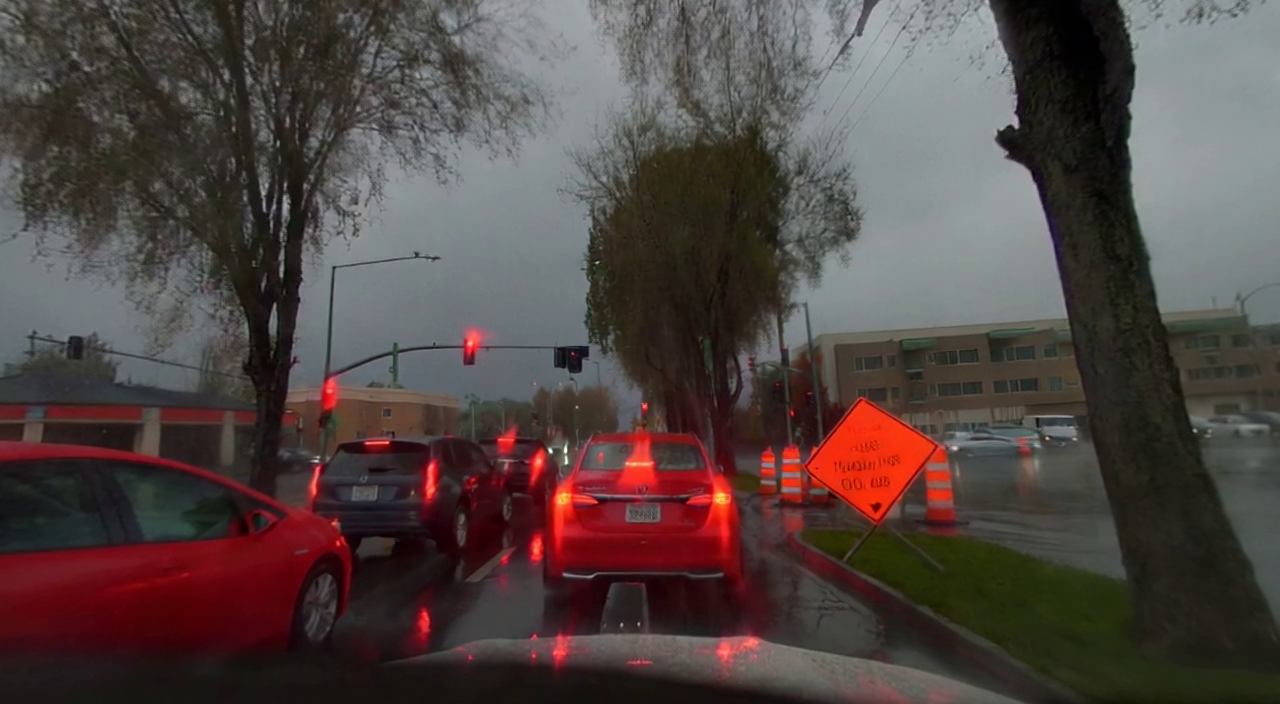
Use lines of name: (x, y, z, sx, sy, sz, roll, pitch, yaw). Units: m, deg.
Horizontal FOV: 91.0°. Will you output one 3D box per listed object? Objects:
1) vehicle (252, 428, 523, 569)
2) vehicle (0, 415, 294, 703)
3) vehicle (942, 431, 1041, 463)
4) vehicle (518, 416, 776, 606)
vehicle: (-3.279, 1.997, 9.445, 1.989, 1.541, 4.626, 0, -9, 2)
vehicle: (-3.592, 0.946, 2.145, 2.064, 1.497, 4.722, 0, -9, 1)
vehicle: (22.701, 6.152, 40.807, 5.082, 1.907, 2.115, 0, -9, 2)
vehicle: (0.100, 1.620, 7.209, 2.167, 1.560, 3.676, 0, -9, 1)
